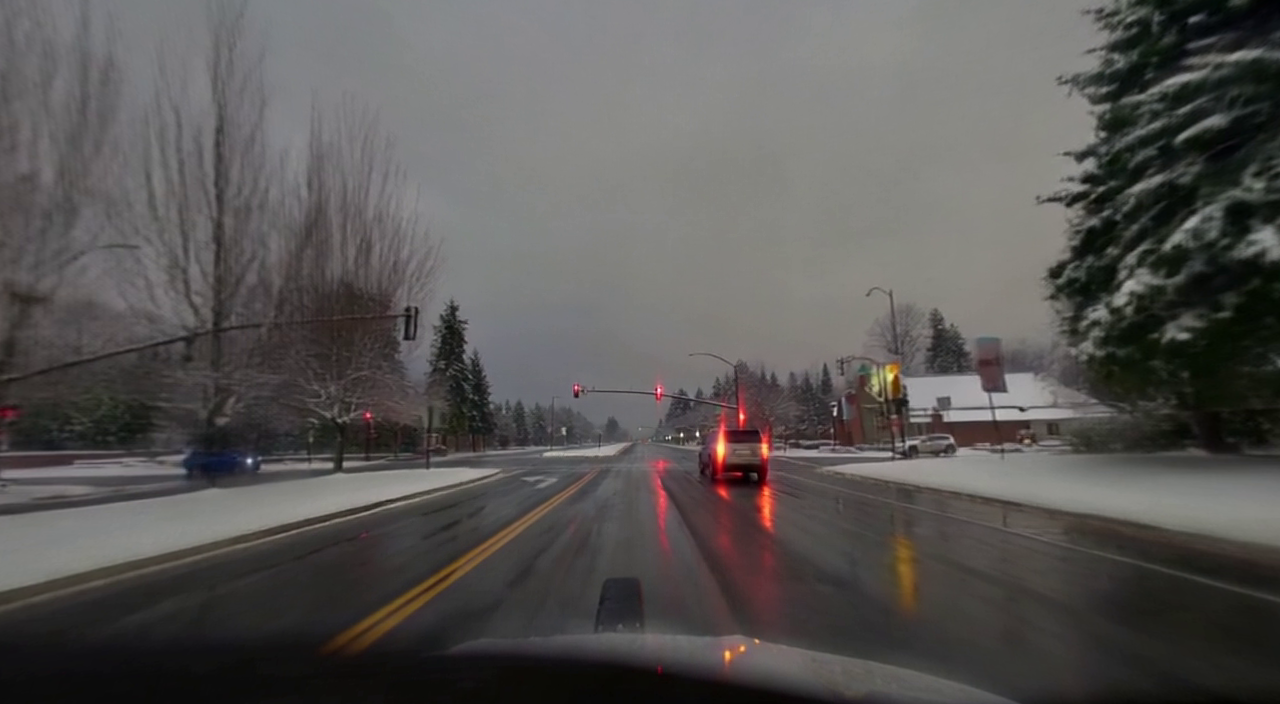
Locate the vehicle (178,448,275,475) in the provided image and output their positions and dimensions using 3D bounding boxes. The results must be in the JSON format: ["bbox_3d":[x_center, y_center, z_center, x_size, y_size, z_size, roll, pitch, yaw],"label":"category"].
[{"bbox_3d":[-26.365,6.968,40.407,4.737,1.659,2.042,0,-9,-2],"label":"vehicle"}]

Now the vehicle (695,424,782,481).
[{"bbox_3d":[3.390,3.611,22.888,2.229,1.795,4.927,0,-9,-1],"label":"vehicle"}]
